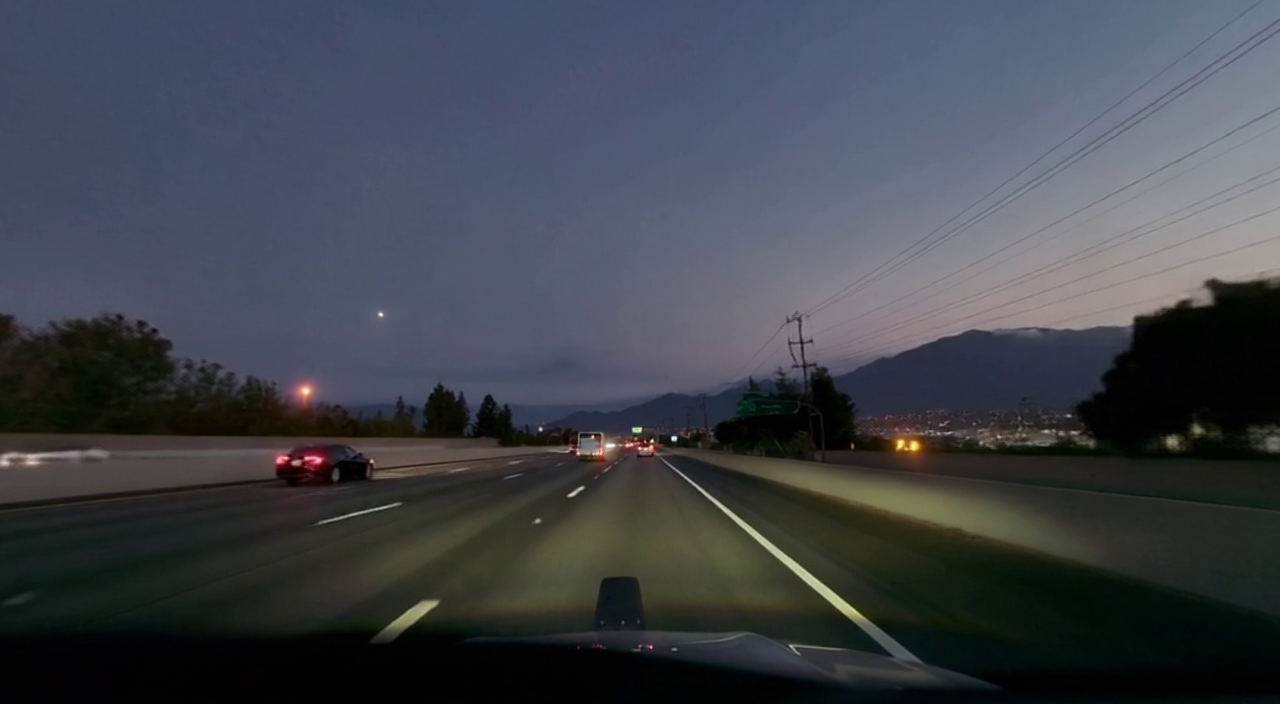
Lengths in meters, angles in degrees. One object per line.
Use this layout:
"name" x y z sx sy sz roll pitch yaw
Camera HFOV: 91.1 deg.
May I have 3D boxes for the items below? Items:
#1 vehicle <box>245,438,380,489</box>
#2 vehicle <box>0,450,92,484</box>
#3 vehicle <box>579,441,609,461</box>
"vehicle" -10.752 3.684 21.103 1.955 1.496 4.732 0 -8 1
"vehicle" -29.118 5.451 30.120 1.766 1.434 4.277 0 -8 1
"vehicle" -3.554 7.792 49.402 2.046 1.478 4.111 0 -8 0
